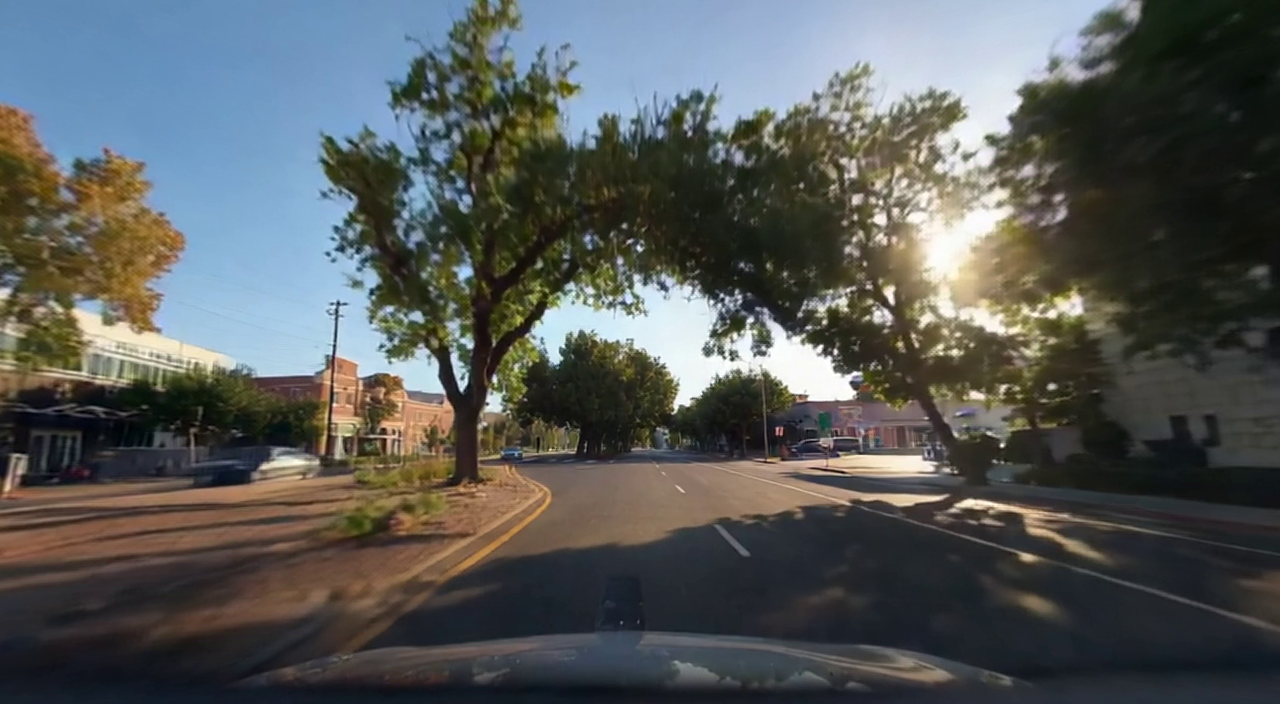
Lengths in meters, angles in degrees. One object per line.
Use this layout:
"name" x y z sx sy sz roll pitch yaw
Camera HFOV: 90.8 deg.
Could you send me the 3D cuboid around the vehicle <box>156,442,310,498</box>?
"vehicle" -12.129 3.498 19.244 1.819 1.466 4.283 0 -8 0
